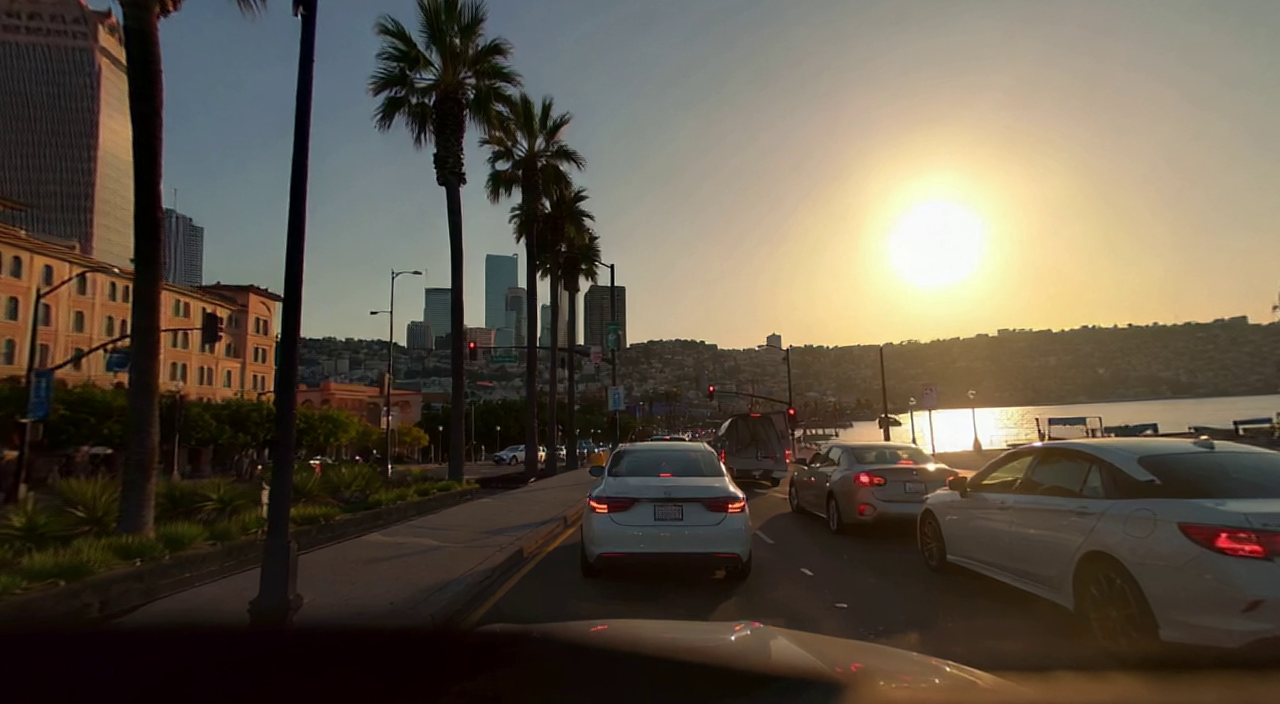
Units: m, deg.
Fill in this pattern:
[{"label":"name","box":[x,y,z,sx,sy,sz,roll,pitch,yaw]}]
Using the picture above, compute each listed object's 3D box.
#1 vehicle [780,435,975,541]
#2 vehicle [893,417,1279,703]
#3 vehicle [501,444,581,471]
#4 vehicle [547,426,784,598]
[{"label":"vehicle","box":[3.890,2.287,11.309,1.920,1.490,4.417,-1,-9,2]},{"label":"vehicle","box":[3.911,1.366,5.098,1.913,1.469,4.425,0,-9,0]},{"label":"vehicle","box":[-6.142,6.522,39.329,4.495,1.604,2.022,6,-11,-35]},{"label":"vehicle","box":[0.262,1.704,7.509,2.093,1.503,3.681,0,-9,1]}]
